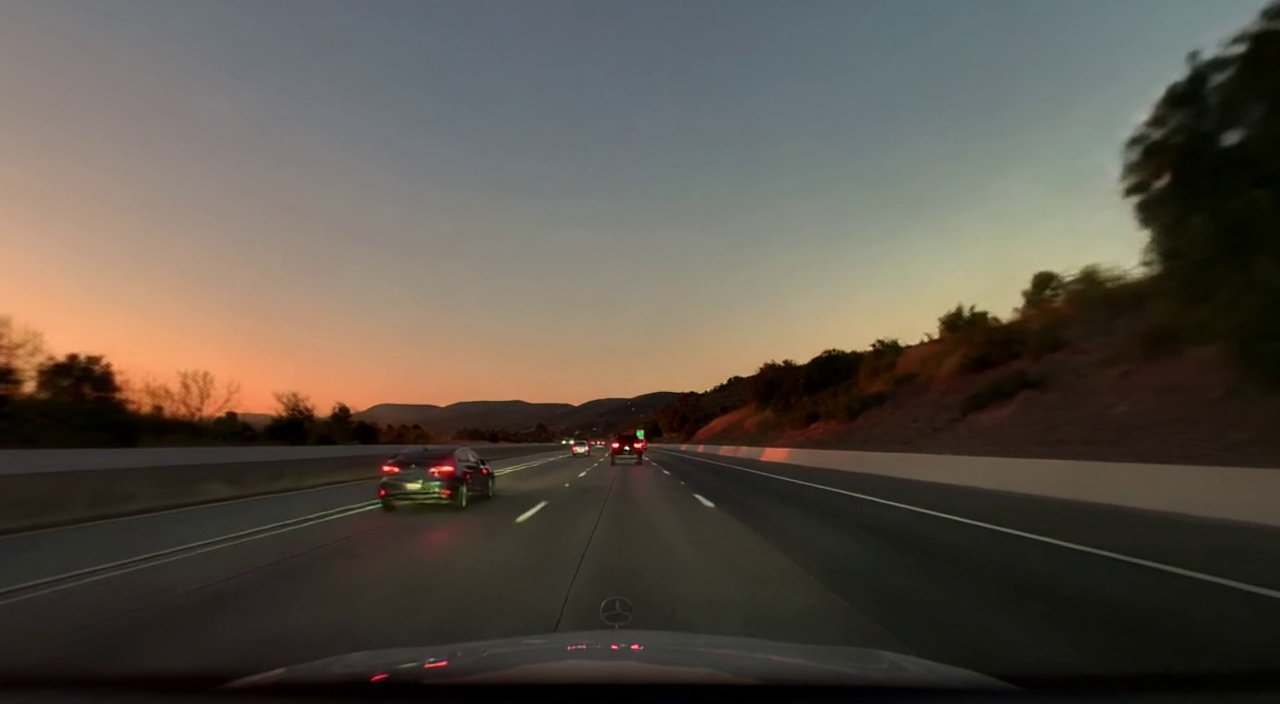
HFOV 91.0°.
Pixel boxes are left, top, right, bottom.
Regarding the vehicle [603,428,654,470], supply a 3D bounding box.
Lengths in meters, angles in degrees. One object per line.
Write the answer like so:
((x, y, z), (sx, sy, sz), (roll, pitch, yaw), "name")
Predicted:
((-0.598, 4.873, 31.815), (2.382, 1.973, 4.439), (0, -8, -2), "vehicle")

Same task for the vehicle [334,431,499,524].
((-4.244, 2.416, 12.667), (1.945, 1.550, 3.780), (0, -8, 0), "vehicle")
